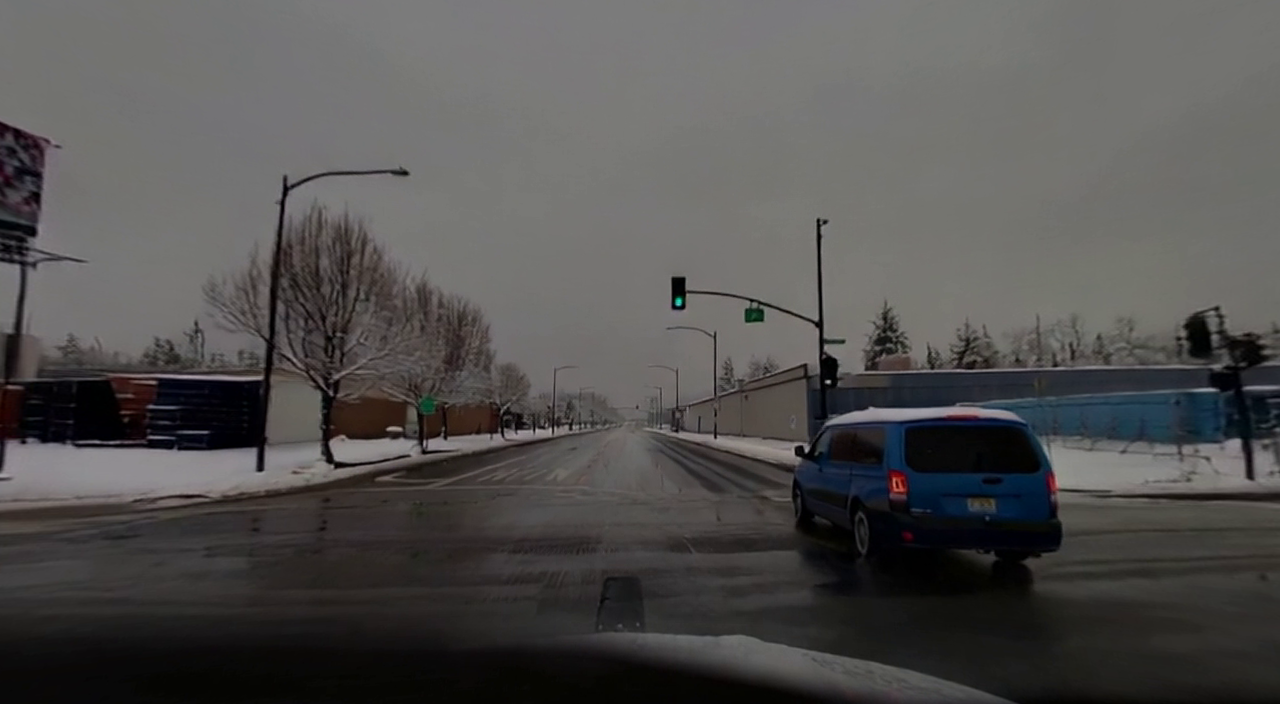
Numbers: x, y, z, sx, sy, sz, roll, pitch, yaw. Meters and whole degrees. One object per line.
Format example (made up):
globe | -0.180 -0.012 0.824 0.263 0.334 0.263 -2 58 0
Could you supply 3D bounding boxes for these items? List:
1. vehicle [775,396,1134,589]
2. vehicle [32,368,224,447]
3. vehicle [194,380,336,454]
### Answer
vehicle | 3.532 1.672 8.482 2.202 1.822 4.826 1 -8 -2
vehicle | -27.598 3.136 34.815 2.943 3.741 9.094 1 -6 0
vehicle | -20.747 3.620 35.615 3.337 3.644 7.945 1 -5 -2
